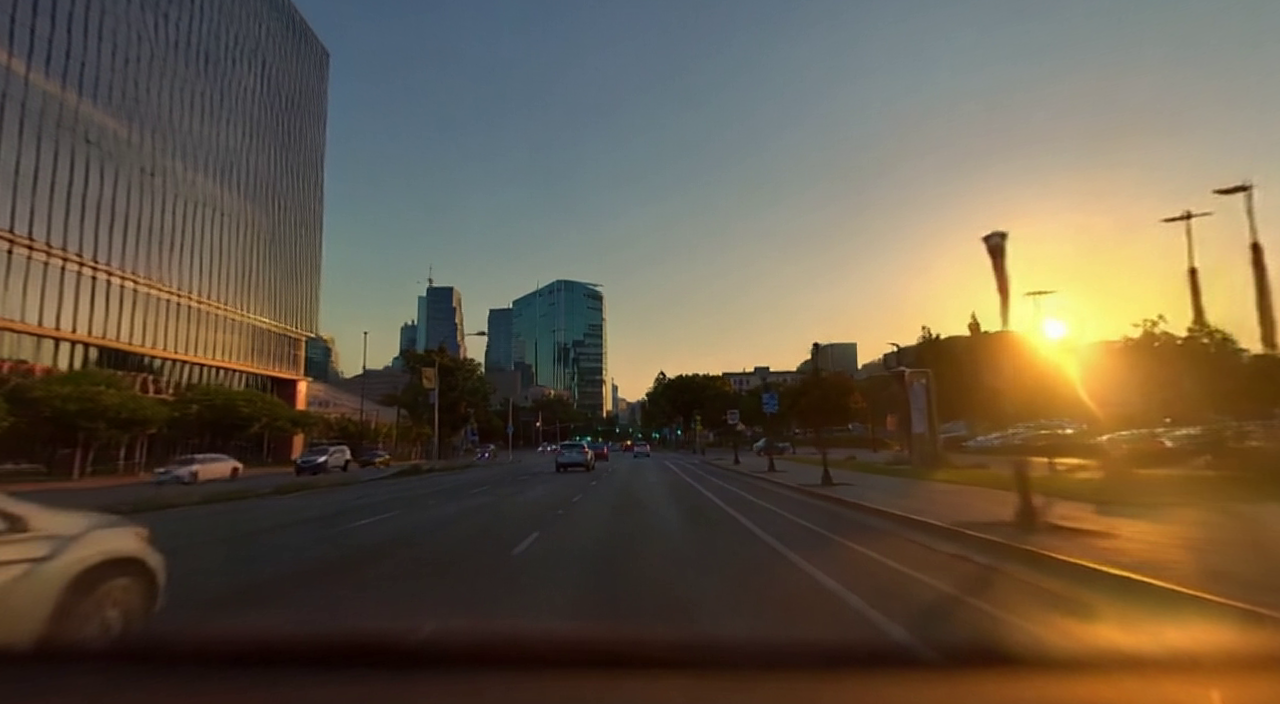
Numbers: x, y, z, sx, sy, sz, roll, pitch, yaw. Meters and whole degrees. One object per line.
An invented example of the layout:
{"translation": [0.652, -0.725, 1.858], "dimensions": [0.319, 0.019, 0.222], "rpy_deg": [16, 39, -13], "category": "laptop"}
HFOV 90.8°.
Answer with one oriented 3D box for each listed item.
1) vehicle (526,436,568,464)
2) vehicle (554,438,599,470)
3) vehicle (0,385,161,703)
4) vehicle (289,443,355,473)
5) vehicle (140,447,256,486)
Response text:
{"translation": [-6.603, 7.018, 45.391], "dimensions": [2.224, 1.821, 4.711], "rpy_deg": [0, -8, 1], "category": "vehicle"}
{"translation": [-3.310, 5.369, 33.370], "dimensions": [1.983, 1.545, 3.773], "rpy_deg": [0, -8, 0], "category": "vehicle"}
{"translation": [-3.359, 0.677, 0.907], "dimensions": [2.040, 1.497, 4.193], "rpy_deg": [0, -8, 0], "category": "vehicle"}
{"translation": [-20.163, 6.718, 40.300], "dimensions": [1.910, 1.748, 4.303], "rpy_deg": [0, -8, 0], "category": "vehicle"}
{"translation": [-20.017, 5.176, 28.925], "dimensions": [1.918, 1.601, 4.610], "rpy_deg": [0, -8, 1], "category": "vehicle"}
